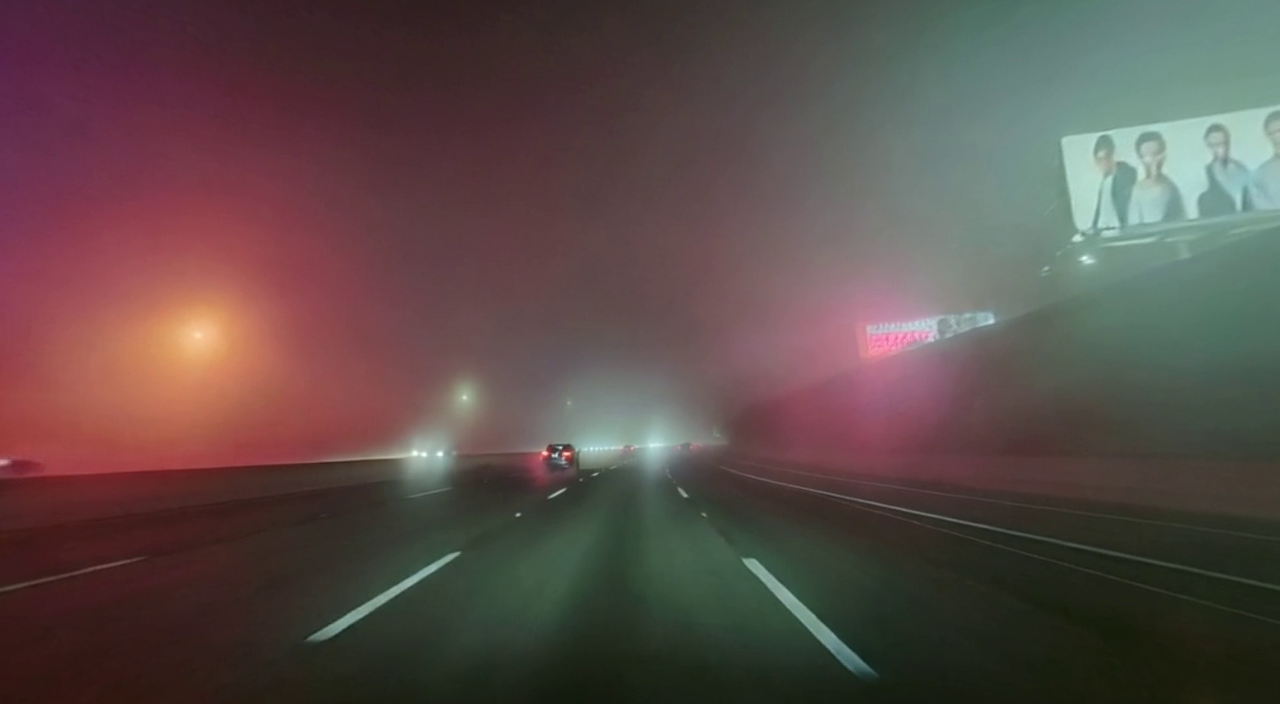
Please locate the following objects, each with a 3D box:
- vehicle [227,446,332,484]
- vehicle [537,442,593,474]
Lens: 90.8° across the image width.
[{"bbox_3d":[-14.541,4.565,25.776,1.961,1.413,3.799,-1,-8,2],"label":"vehicle"},{"bbox_3d":[-3.695,5.326,32.031,2.078,1.457,4.648,-1,-8,3],"label":"vehicle"}]
